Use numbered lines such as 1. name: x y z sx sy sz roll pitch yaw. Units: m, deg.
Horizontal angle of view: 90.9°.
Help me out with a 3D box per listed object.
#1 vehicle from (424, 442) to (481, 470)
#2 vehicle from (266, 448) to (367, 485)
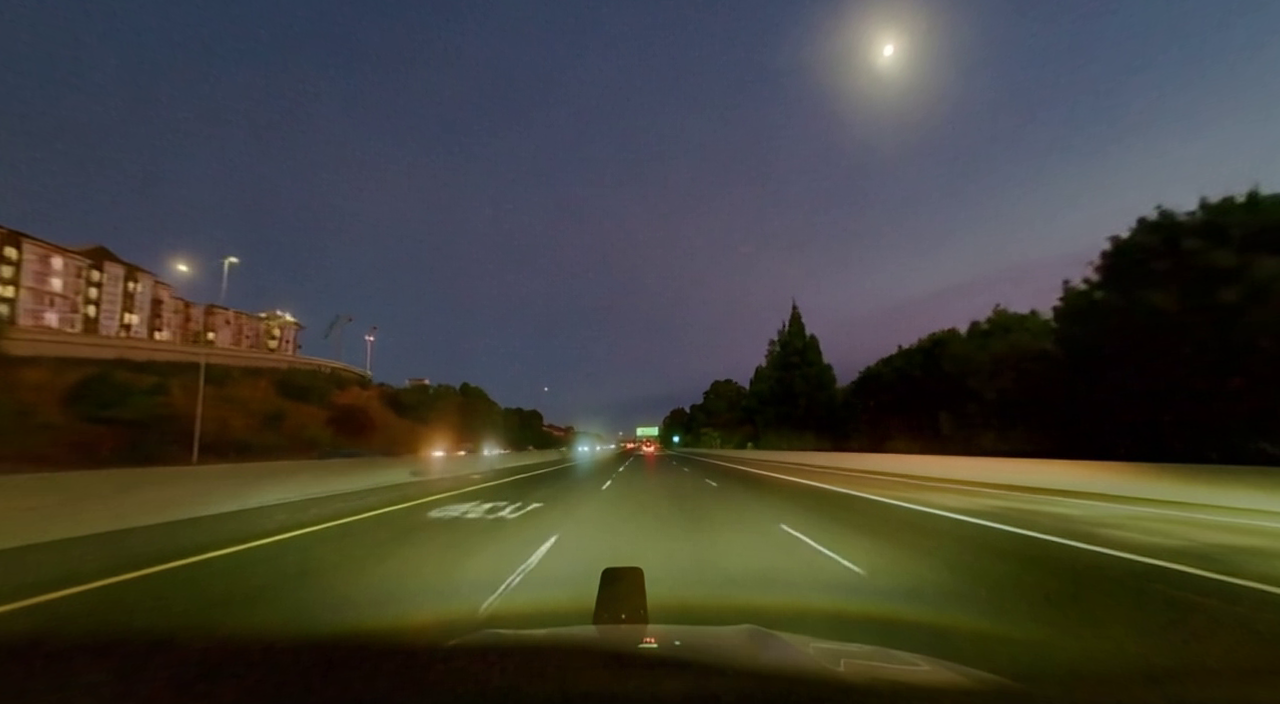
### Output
1. vehicle: -10.713 5.966 36.405 1.926 1.534 4.371 0 -8 0
2. vehicle: -14.407 5.092 28.388 2.140 1.457 4.305 0 -8 2
